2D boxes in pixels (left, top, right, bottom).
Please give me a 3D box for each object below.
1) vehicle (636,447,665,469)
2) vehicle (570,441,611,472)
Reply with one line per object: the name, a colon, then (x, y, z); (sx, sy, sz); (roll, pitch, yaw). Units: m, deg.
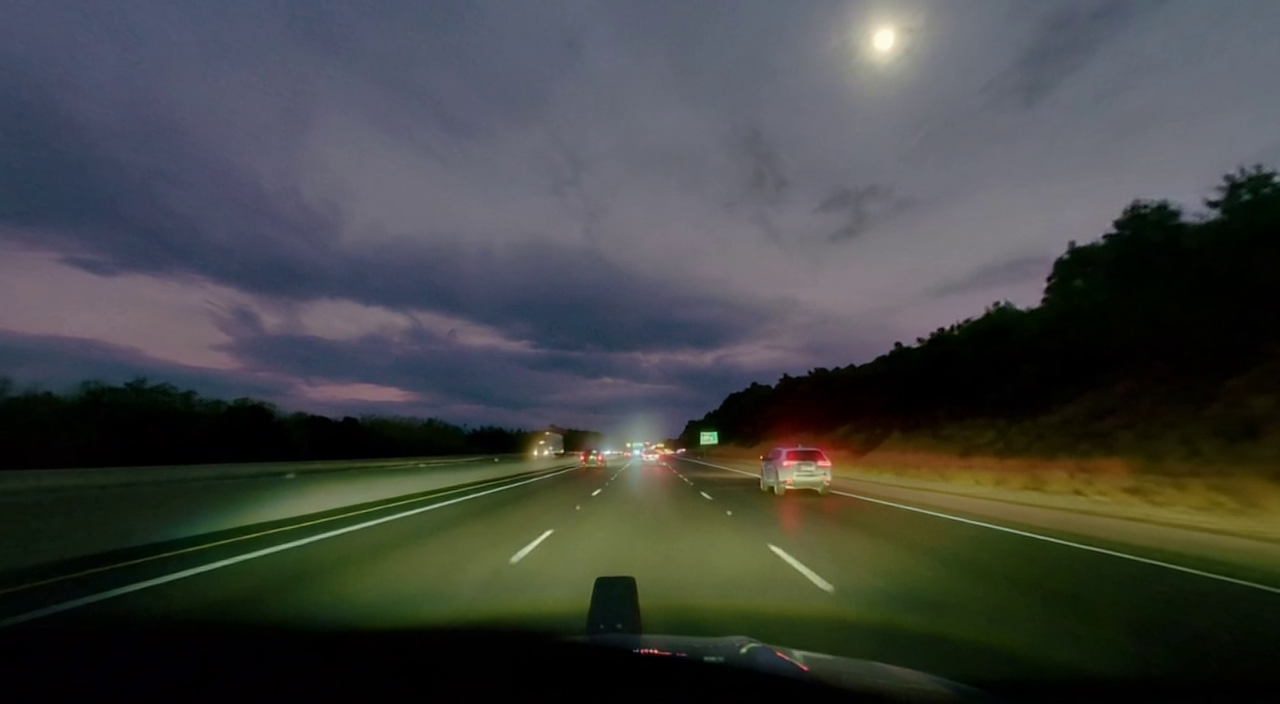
vehicle: (0.749, 7.905, 47.201); (2.036, 1.519, 4.225); (0, -9, 0)
vehicle: (-2.962, 6.419, 38.683); (2.143, 1.770, 4.283); (0, -9, 1)
